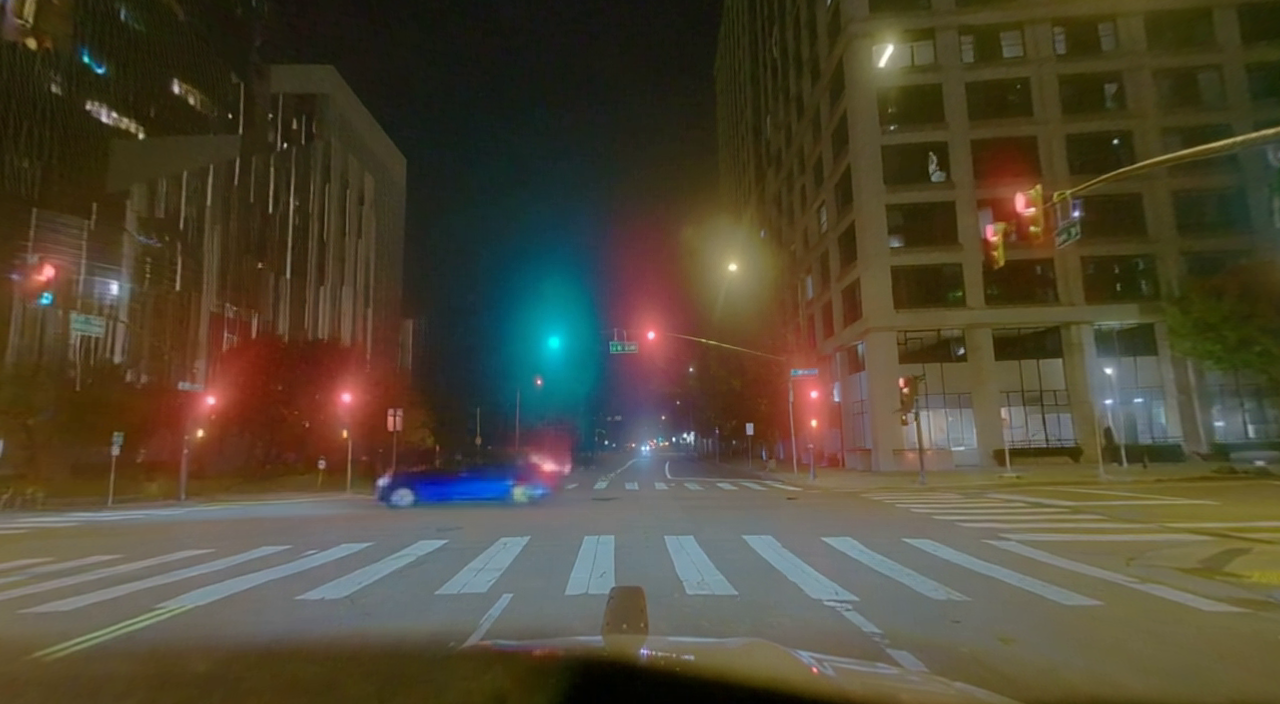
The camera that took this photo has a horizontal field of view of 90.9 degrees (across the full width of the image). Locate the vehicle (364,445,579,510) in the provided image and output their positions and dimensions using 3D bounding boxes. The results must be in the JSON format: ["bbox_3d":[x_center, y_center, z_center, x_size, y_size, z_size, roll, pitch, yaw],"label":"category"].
[{"bbox_3d":[-4.063,3.111,15.851,4.847,1.484,1.926,0,-8,1],"label":"vehicle"}]
